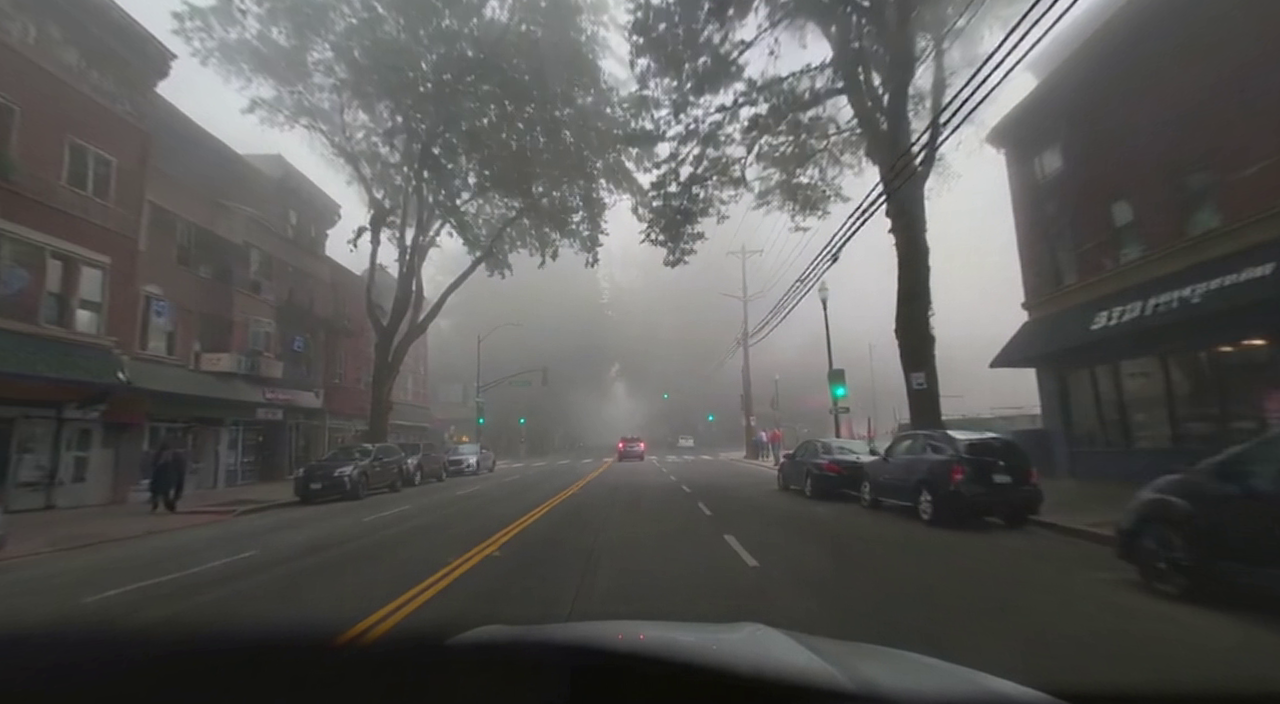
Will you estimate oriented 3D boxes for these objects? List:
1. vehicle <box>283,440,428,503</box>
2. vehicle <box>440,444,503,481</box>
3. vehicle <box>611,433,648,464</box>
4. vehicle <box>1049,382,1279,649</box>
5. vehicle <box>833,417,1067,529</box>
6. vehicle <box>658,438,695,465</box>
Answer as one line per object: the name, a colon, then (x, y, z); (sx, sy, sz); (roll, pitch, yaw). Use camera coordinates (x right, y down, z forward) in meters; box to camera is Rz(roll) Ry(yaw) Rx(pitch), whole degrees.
vehicle: (-9.521, 4.065, 21.890); (2.305, 1.883, 5.580); (0, -9, 1)
vehicle: (-9.852, 6.465, 37.466); (2.048, 1.985, 6.011); (0, -9, 0)
vehicle: (-0.666, 6.307, 41.263); (2.301, 1.854, 4.919); (0, -9, 0)
vehicle: (5.625, 1.010, 3.612); (2.293, 1.830, 6.070); (0, -9, -3)
vehicle: (5.787, 2.301, 12.723); (2.070, 1.761, 4.848); (-1, -8, -2)
vehicle: (2.231, 6.251, 39.858); (1.998, 1.580, 4.015); (0, -9, -1)
